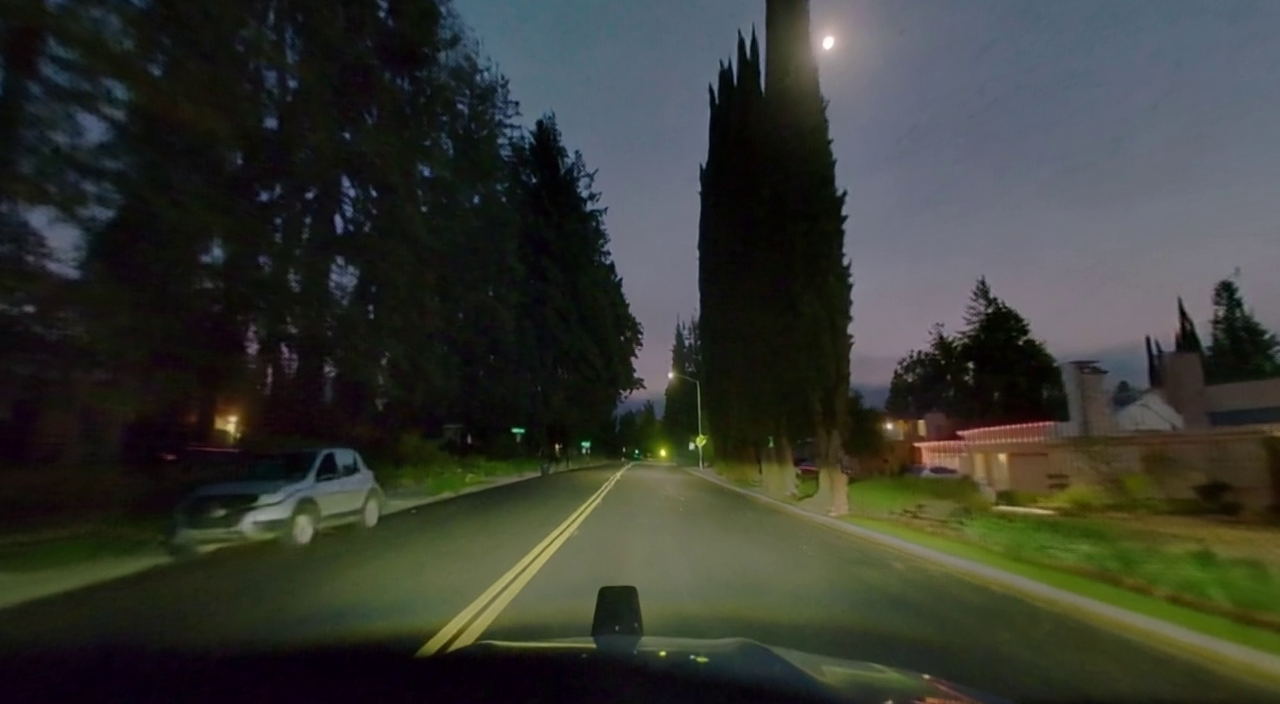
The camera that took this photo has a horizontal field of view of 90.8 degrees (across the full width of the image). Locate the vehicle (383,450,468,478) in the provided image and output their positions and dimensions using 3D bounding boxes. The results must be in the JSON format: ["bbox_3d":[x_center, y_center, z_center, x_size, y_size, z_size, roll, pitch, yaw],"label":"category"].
[{"bbox_3d":[-15.637,8.083,45.860,6.072,1.882,2.277,-5,-10,29],"label":"vehicle"}]

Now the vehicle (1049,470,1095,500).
[{"bbox_3d":[26.999,8.284,39.514,1.916,1.620,3.519,-4,-9,28],"label":"vehicle"}]

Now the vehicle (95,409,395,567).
[{"bbox_3d":[-5.905,2.225,10.297,1.924,1.765,4.542,-7,-13,0],"label":"vehicle"}]

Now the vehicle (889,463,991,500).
[{"bbox_3d":[14.483,6.198,30.510,4.231,1.493,1.941,-4,-10,29],"label":"vehicle"}]

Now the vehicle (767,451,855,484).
[{"bbox_3d":[10.877,7.350,40.225,4.854,1.771,2.123,-9,-11,28],"label":"vehicle"}]

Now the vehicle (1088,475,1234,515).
[{"bbox_3d":[21.672,5.958,26.524,4.337,1.453,1.814,-6,-11,29],"label":"vehicle"}]
